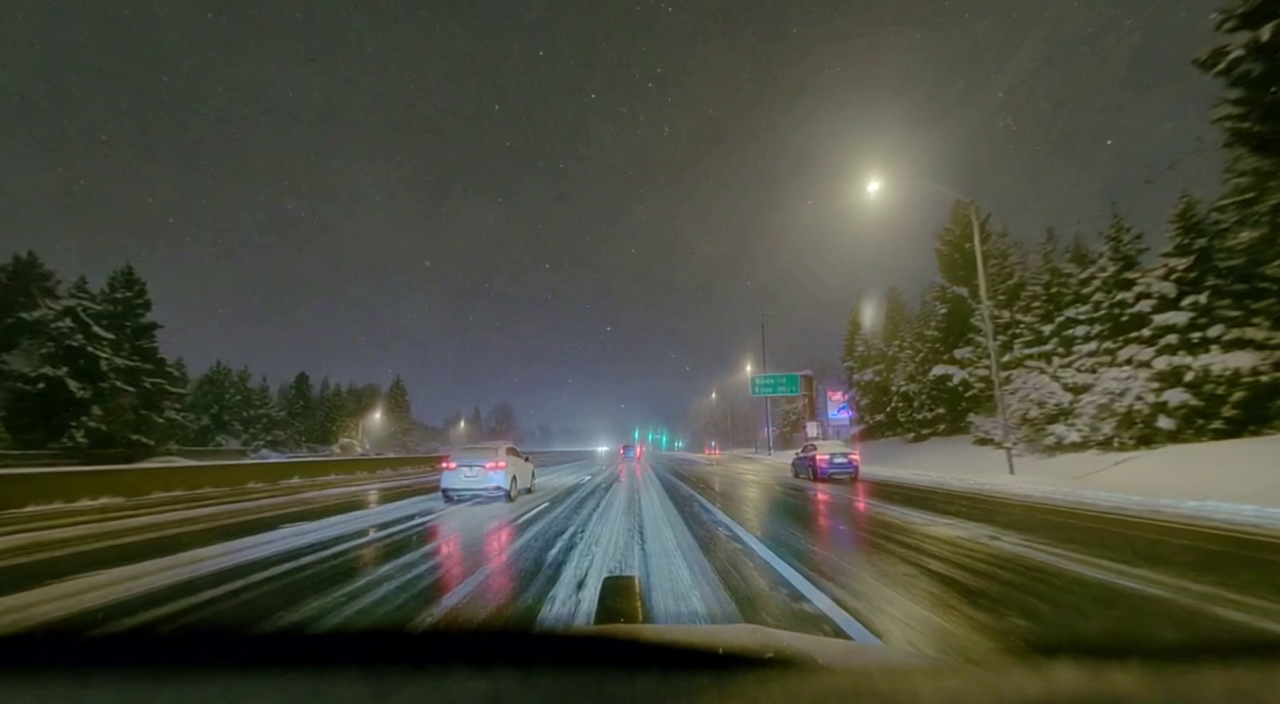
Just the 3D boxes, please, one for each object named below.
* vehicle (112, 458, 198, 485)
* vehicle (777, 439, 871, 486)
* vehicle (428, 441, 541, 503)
[{"bbox_3d":[-33.022,8.115,43.067,2.125,1.618,4.772,0,-9,0],"label":"vehicle"},{"bbox_3d":[6.812,4.132,23.960,2.035,1.566,5.409,0,-9,1],"label":"vehicle"},{"bbox_3d":[-4.295,3.380,18.193,2.071,1.553,4.388,0,-9,1],"label":"vehicle"}]
